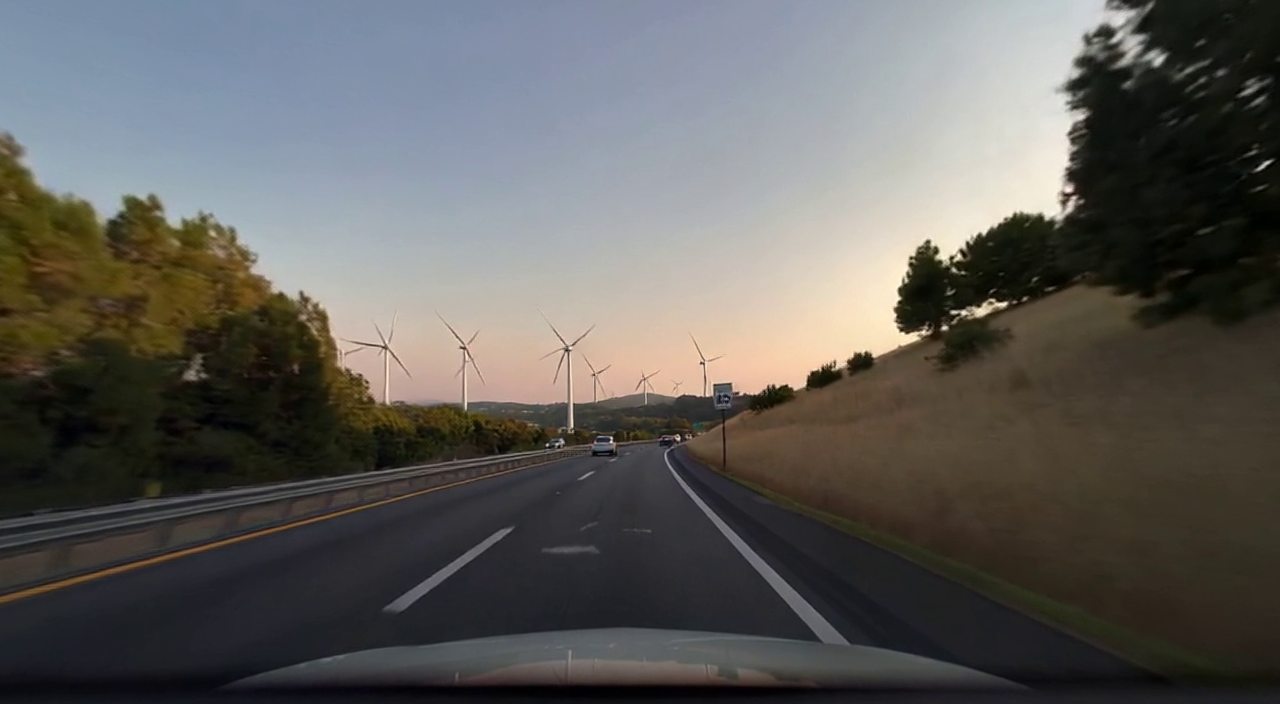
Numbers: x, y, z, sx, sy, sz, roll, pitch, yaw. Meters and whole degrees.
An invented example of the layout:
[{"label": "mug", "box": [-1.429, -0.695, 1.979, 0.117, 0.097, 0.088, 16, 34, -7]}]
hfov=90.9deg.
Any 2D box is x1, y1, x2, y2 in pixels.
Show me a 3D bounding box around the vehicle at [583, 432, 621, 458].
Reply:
[{"label": "vehicle", "box": [-2.494, 6.223, 42.272, 2.123, 1.629, 4.180, 0, -8, 2]}]
